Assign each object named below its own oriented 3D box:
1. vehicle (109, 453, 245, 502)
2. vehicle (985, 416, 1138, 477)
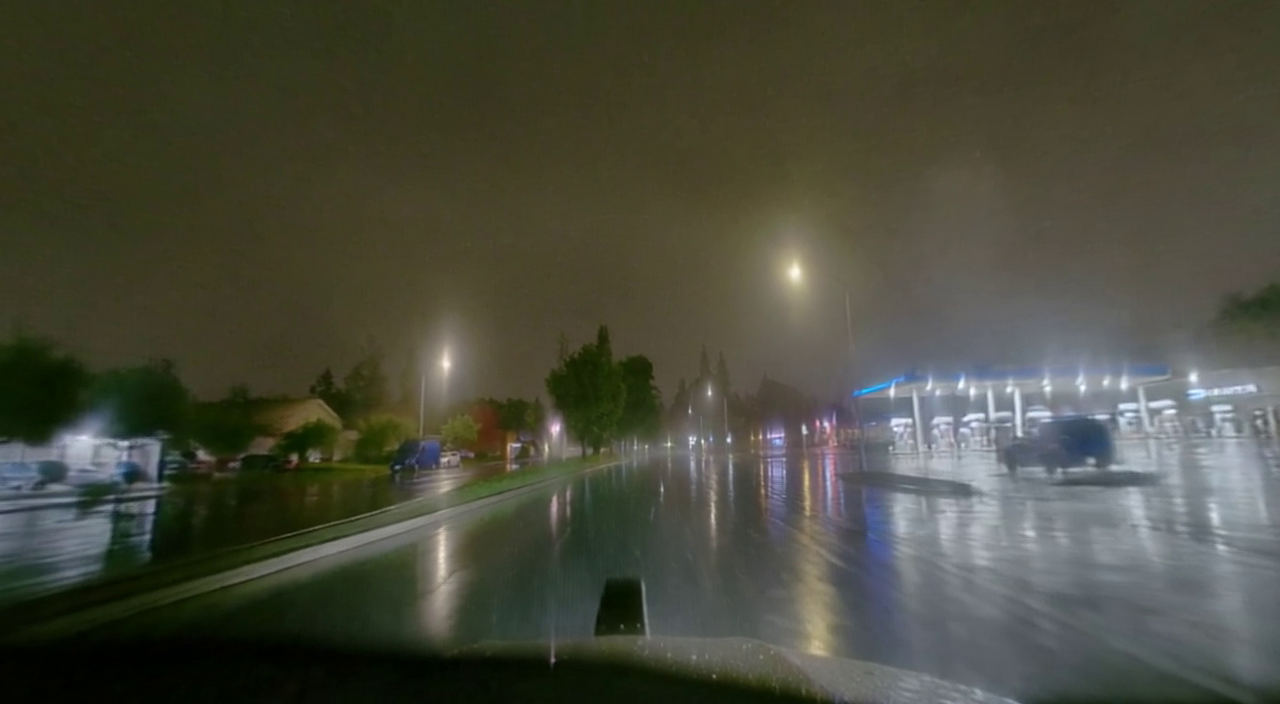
[{"bbox_3d":[-19.476,5.251,26.921,1.988,1.785,4.802,-1,-8,2],"label":"vehicle"},{"bbox_3d":[14.508,3.301,22.183,2.108,1.877,4.807,-1,-8,2],"label":"vehicle"}]
